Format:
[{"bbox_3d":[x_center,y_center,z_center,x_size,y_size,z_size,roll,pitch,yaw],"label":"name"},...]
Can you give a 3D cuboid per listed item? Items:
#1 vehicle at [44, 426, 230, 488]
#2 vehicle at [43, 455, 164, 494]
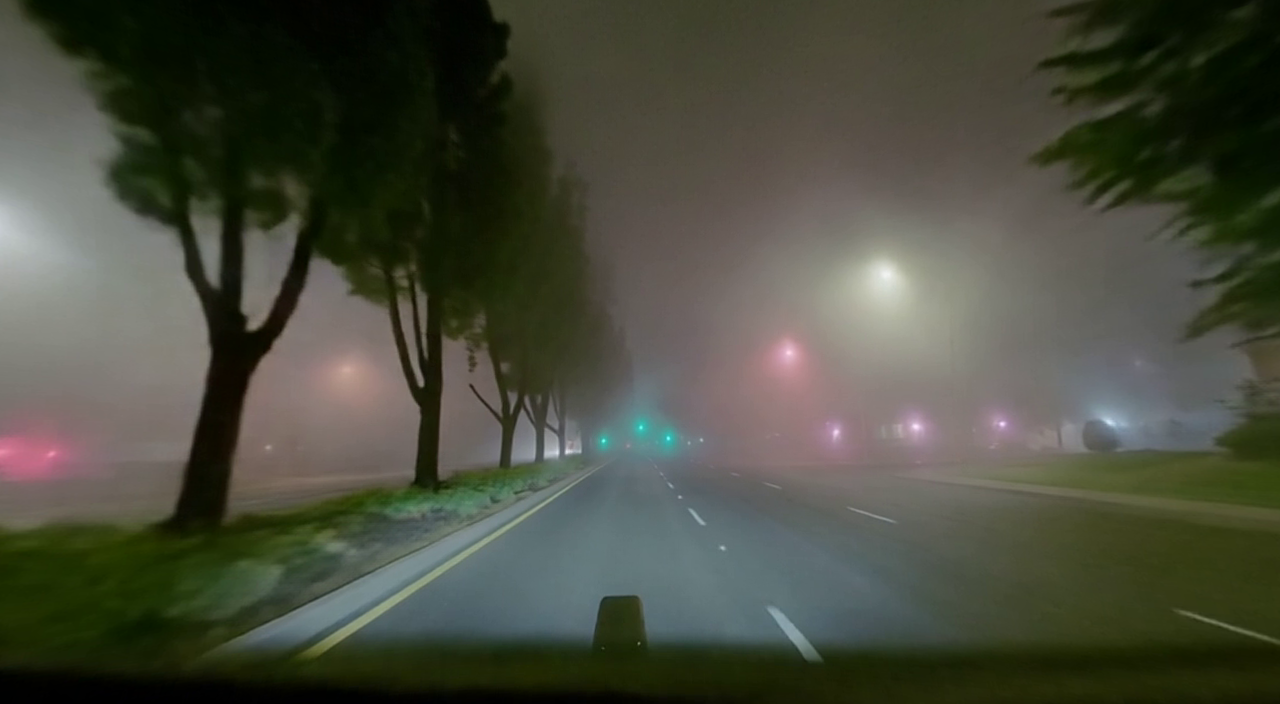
[{"bbox_3d":[-28.922,6.062,36.556,8.492,3.055,3.116,-4,-9,6],"label":"vehicle"},{"bbox_3d":[-26.131,5.946,30.911,1.862,1.336,4.115,-14,-11,31],"label":"vehicle"}]
